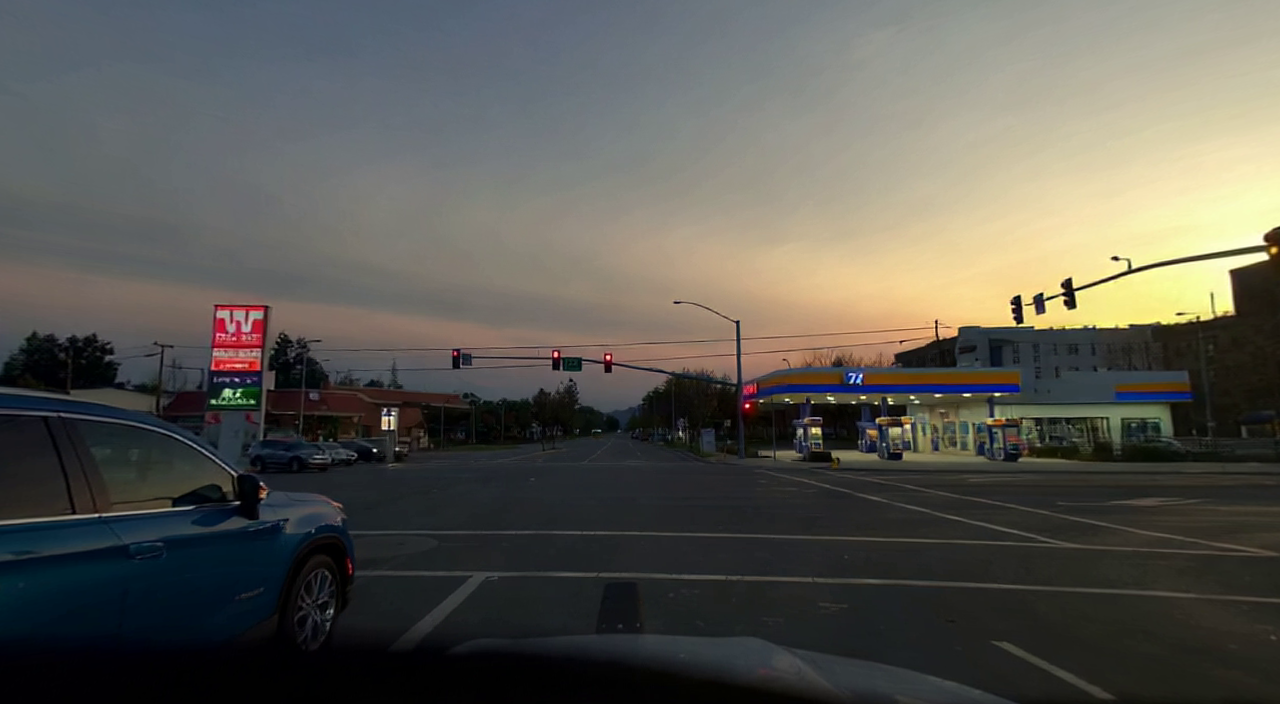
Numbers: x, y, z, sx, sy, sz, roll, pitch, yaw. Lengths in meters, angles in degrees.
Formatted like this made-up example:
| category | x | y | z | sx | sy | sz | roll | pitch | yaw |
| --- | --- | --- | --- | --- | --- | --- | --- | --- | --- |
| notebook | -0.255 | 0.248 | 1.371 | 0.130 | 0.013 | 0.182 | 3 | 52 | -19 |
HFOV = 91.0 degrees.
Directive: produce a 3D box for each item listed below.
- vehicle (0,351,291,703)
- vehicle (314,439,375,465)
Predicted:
| category | x | y | z | sx | sy | sz | roll | pitch | yaw |
| --- | --- | --- | --- | --- | --- | --- | --- | --- | --- |
| vehicle | -3.441 | 0.802 | 2.037 | 2.053 | 1.690 | 4.364 | 0 | -9 | 1 |
| vehicle | -20.487 | 6.922 | 43.832 | 2.004 | 1.699 | 4.486 | 0 | -9 | 0 |
